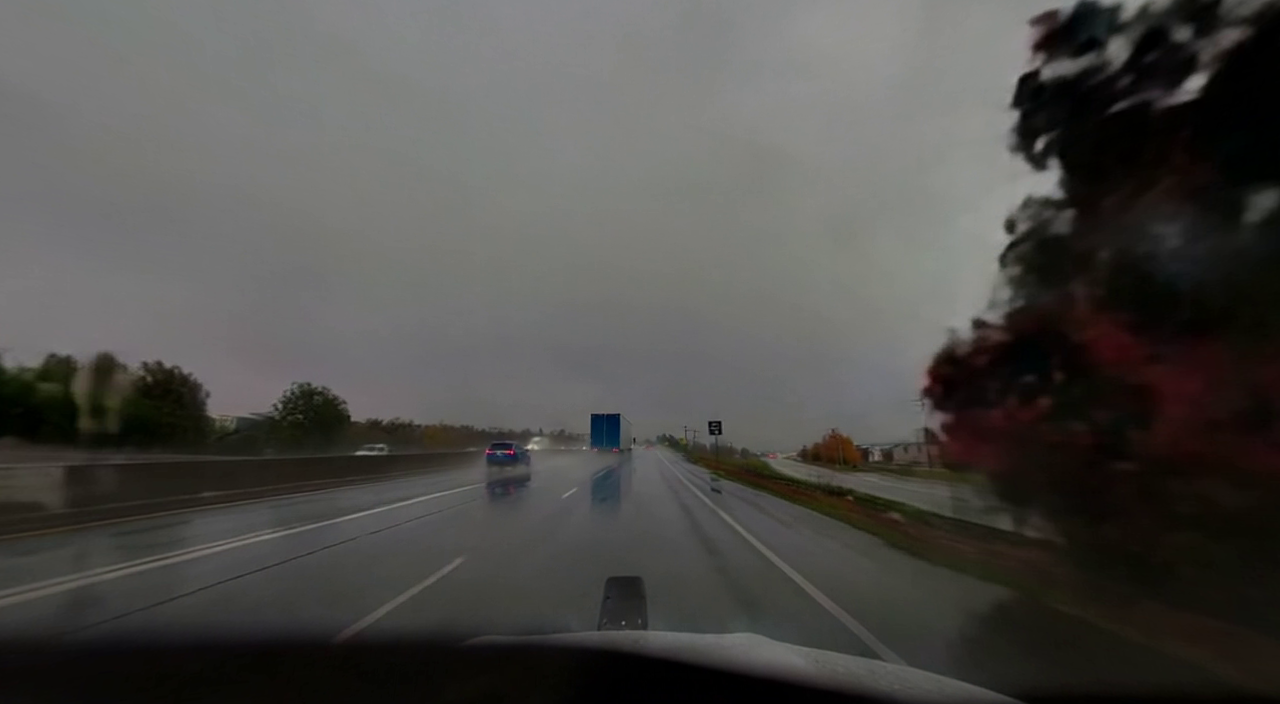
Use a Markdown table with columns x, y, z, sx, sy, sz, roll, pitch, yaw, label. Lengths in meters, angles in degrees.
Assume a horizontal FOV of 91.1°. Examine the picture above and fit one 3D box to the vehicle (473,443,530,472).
| x | y | z | sx | sy | sz | roll | pitch | yaw | label |
| --- | --- | --- | --- | --- | --- | --- | --- | --- | --- |
| -7.414 | 5.684 | 34.144 | 1.901 | 1.467 | 4.629 | 0 | -8 | 2 | vehicle |
